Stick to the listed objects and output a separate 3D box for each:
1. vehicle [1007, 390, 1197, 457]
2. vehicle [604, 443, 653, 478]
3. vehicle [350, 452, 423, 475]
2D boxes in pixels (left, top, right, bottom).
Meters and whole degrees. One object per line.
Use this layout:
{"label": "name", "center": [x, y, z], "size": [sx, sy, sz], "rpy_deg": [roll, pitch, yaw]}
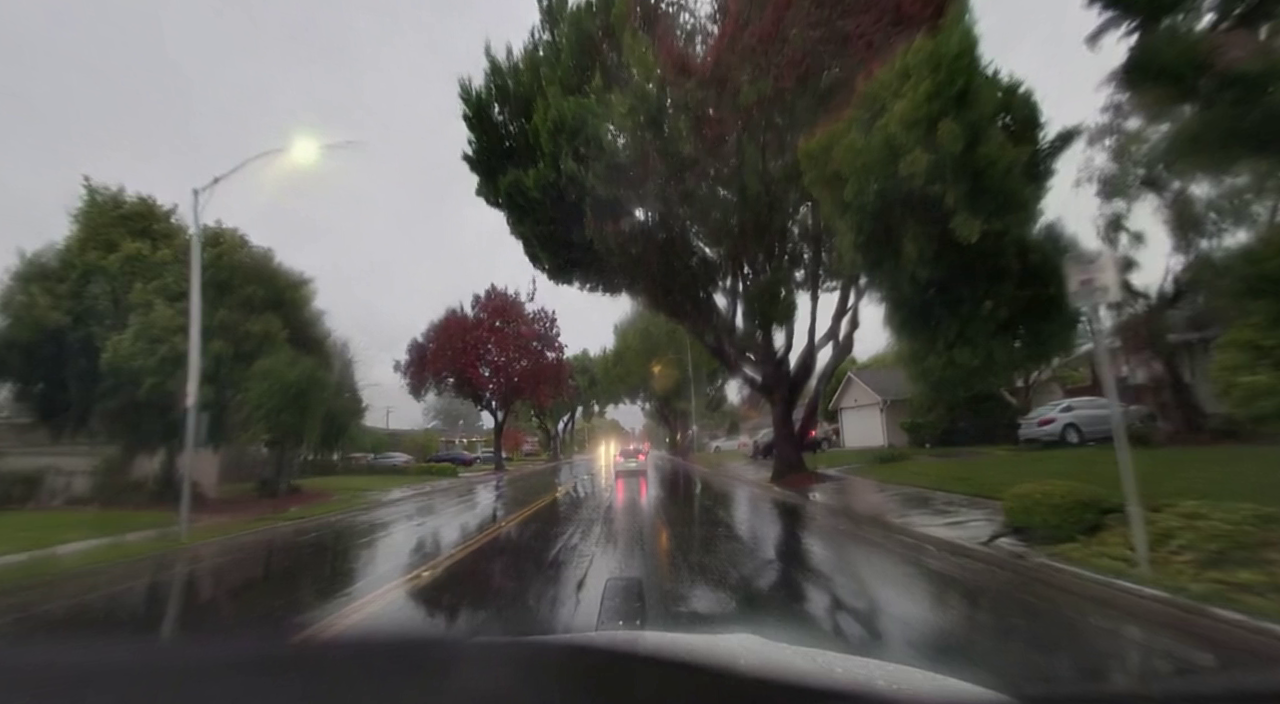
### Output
{"label": "vehicle", "center": [16.973, 2.688, 23.429], "size": [5.269, 1.813, 2.063], "rpy_deg": [-6, -9, -1]}
{"label": "vehicle", "center": [-0.504, 4.941, 28.963], "size": [2.098, 1.483, 4.099], "rpy_deg": [0, -9, 0]}
{"label": "vehicle", "center": [-17.109, 7.483, 42.638], "size": [4.608, 1.481, 1.890], "rpy_deg": [-4, -10, 26]}
